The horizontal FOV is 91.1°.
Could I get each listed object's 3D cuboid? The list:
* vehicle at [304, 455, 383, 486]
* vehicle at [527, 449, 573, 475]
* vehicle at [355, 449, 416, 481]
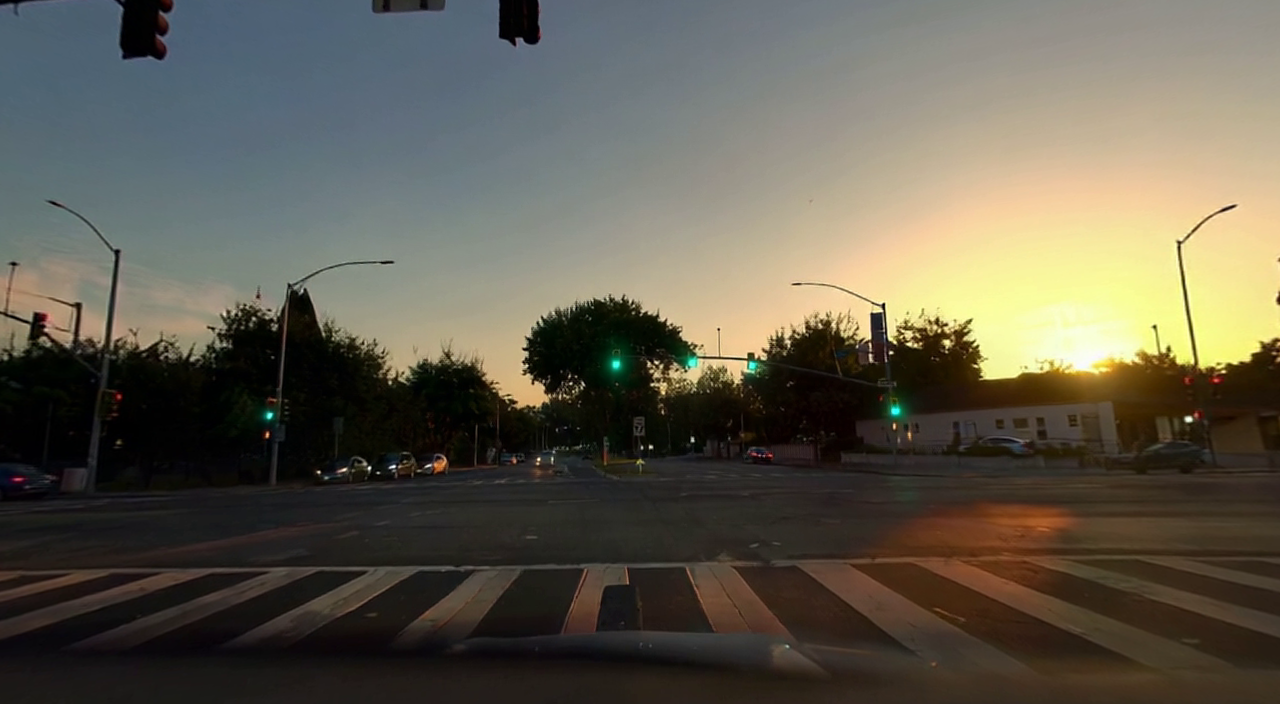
[{"bbox_3d":[-16.093,6.438,34.376,2.055,1.506,4.663,0,-8,-1],"label":"vehicle"},{"bbox_3d":[-5.501,6.748,38.791,2.154,1.501,4.416,0,-8,0],"label":"vehicle"},{"bbox_3d":[-16.206,7.195,40.279,1.960,1.819,5.018,0,-8,-2],"label":"vehicle"}]
